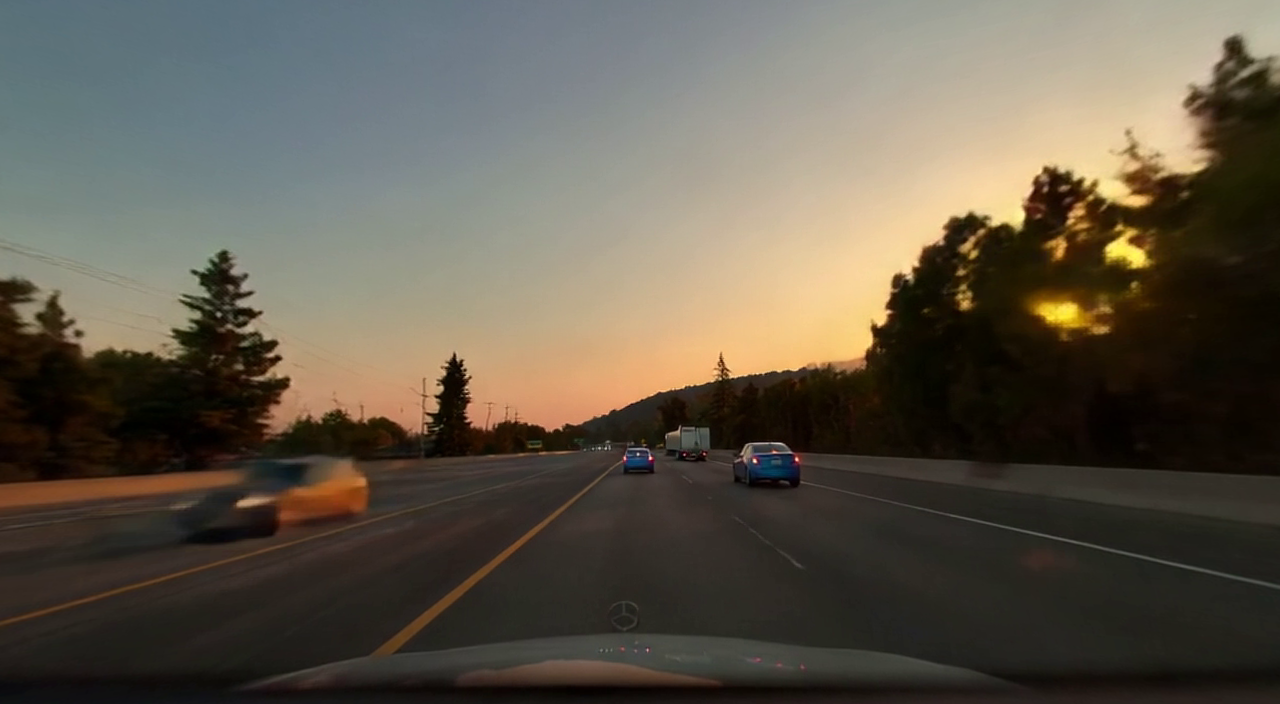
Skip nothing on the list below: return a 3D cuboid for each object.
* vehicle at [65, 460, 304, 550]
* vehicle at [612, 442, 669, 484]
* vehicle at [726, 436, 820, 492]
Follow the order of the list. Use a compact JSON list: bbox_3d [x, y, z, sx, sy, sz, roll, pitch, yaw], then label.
[{"bbox_3d":[-9.345,3.122,13.442,1.912,1.503,4.270,-1,-9,0],"label":"vehicle"},{"bbox_3d":[0.005,4.320,24.600,2.066,1.490,3.759,0,-9,0],"label":"vehicle"},{"bbox_3d":[3.962,3.425,19.475,1.953,1.540,4.101,0,-9,-1],"label":"vehicle"}]
